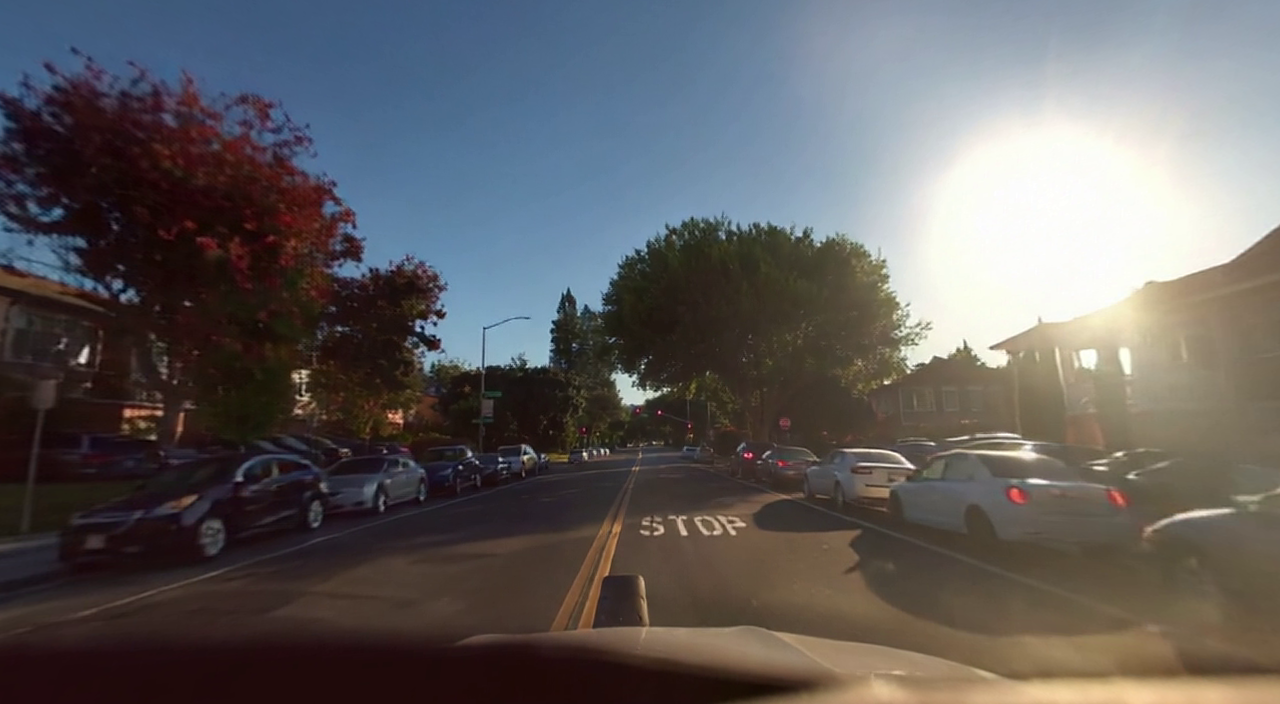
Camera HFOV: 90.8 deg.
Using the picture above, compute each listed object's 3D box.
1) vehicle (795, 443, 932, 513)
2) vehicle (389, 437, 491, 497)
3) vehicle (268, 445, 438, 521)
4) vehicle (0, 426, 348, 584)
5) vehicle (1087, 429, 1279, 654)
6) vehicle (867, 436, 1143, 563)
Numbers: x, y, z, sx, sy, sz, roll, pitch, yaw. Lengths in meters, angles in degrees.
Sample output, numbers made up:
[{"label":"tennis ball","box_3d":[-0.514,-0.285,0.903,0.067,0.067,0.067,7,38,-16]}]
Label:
[{"label":"vehicle","box_3d":[5.139,2.922,15.209,1.798,1.432,4.330,0,-9,1]},{"label":"vehicle","box_3d":[-6.302,3.658,20.511,1.904,1.727,4.530,0,-9,-1]},{"label":"vehicle","box_3d":[-6.446,2.949,14.836,1.809,1.499,4.358,0,-9,2]},{"label":"vehicle","box_3d":[-6.345,1.996,9.180,1.947,1.665,4.716,0,-9,0]},{"label":"vehicle","box_3d":[5.150,1.180,3.633,1.747,1.486,4.672,0,-9,0]},{"label":"vehicle","box_3d":[5.061,2.055,9.564,1.729,1.479,4.101,0,-8,0]}]
